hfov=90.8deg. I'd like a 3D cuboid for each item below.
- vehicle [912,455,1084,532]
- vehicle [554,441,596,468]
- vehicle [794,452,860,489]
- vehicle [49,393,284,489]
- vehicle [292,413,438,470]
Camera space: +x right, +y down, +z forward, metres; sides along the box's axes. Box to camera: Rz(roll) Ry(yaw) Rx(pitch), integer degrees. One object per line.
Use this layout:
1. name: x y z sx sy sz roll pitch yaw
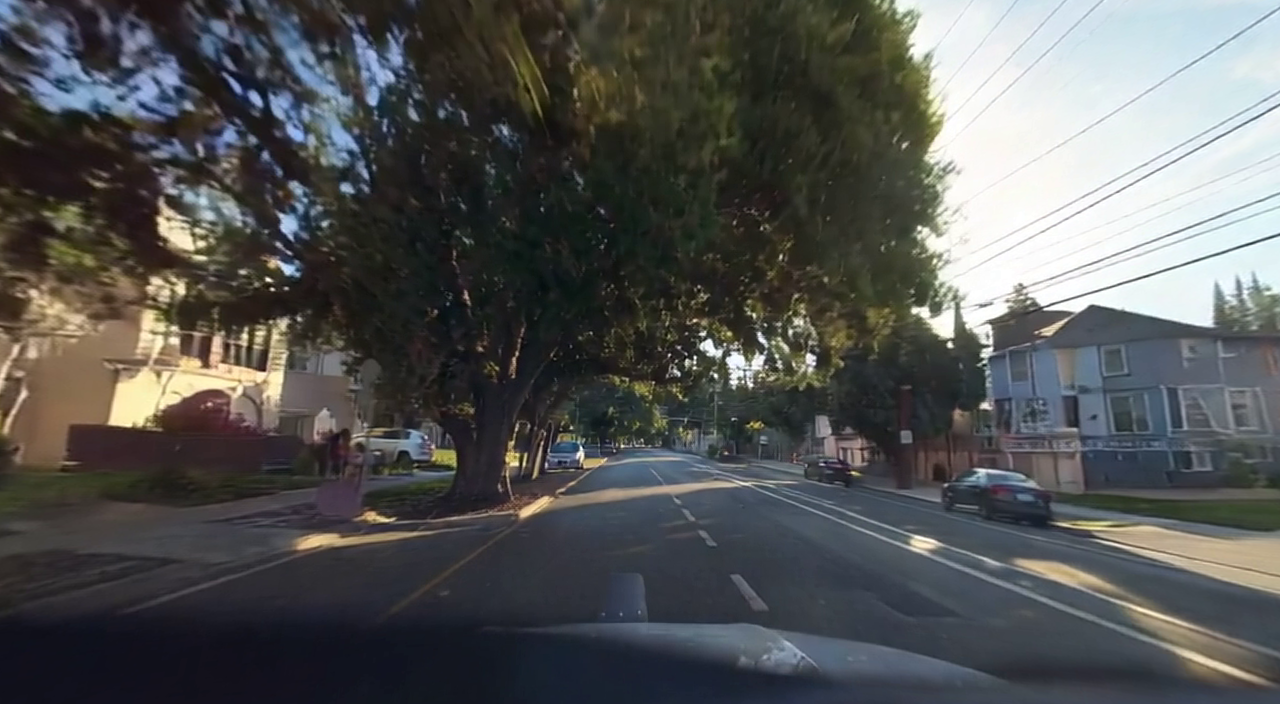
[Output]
1. vehicle: 9.555 3.743 17.396 1.977 1.495 4.800 8 -9 1
2. vehicle: -3.765 6.050 37.452 2.021 1.475 4.523 0 -9 0
3. vehicle: 9.324 5.922 31.902 1.930 1.456 4.511 8 -9 1
4. vehicle: -11.347 2.116 15.292 4.314 1.790 2.035 3 -8 13
5. vehicle: -10.853 3.590 25.278 4.702 1.828 2.226 4 -9 -1
